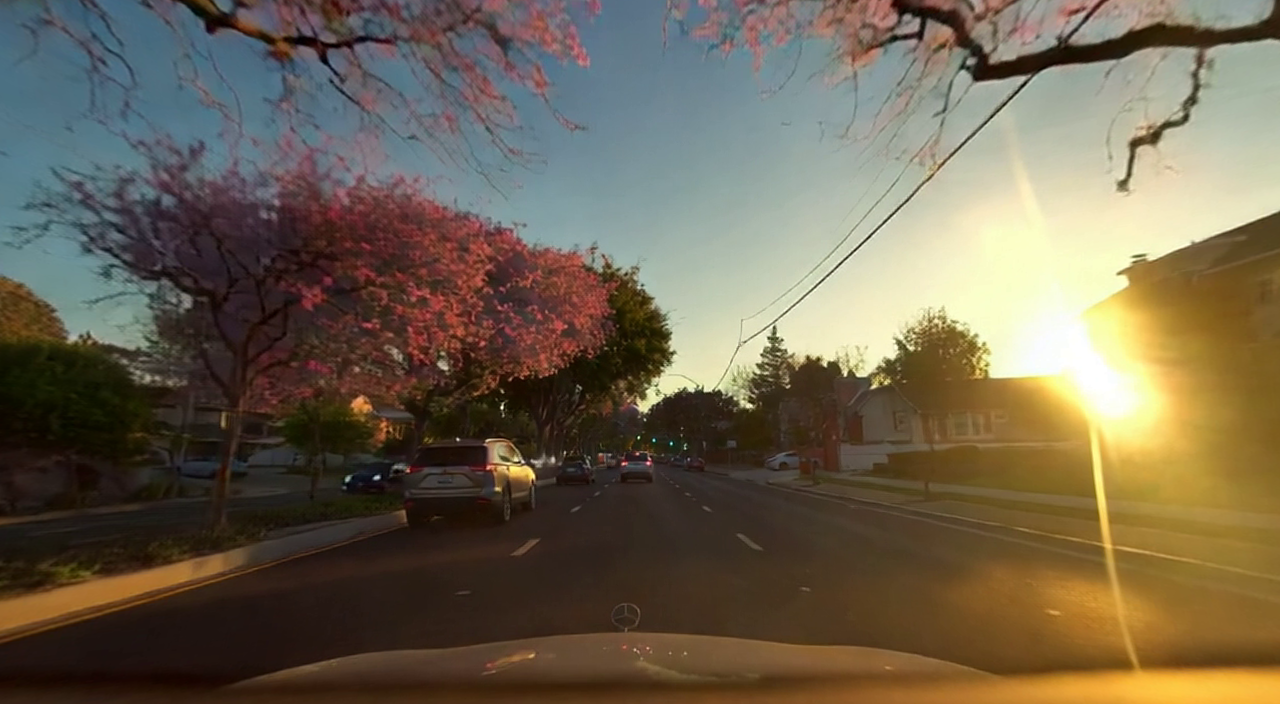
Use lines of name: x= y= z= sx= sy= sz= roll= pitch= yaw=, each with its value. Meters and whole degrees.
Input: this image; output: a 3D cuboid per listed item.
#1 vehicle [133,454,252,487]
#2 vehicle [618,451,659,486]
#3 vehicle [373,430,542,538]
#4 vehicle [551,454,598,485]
vehicle: x=-28.648 y=7.575 z=40.669 sx=5.692 sy=1.926 sz=2.274 roll=3 pitch=-9 yaw=-18
vehicle: x=-0.049 y=6.044 z=32.995 sx=1.997 sy=1.636 sz=3.760 roll=0 pitch=-8 yaw=0
vehicle: x=-3.682 y=2.742 z=13.875 sx=2.161 sy=1.919 sz=4.798 roll=0 pitch=-8 yaw=1
vehicle: x=-3.537 y=6.404 z=34.679 sx=2.066 sy=1.565 sz=3.905 roll=0 pitch=-8 yaw=2
